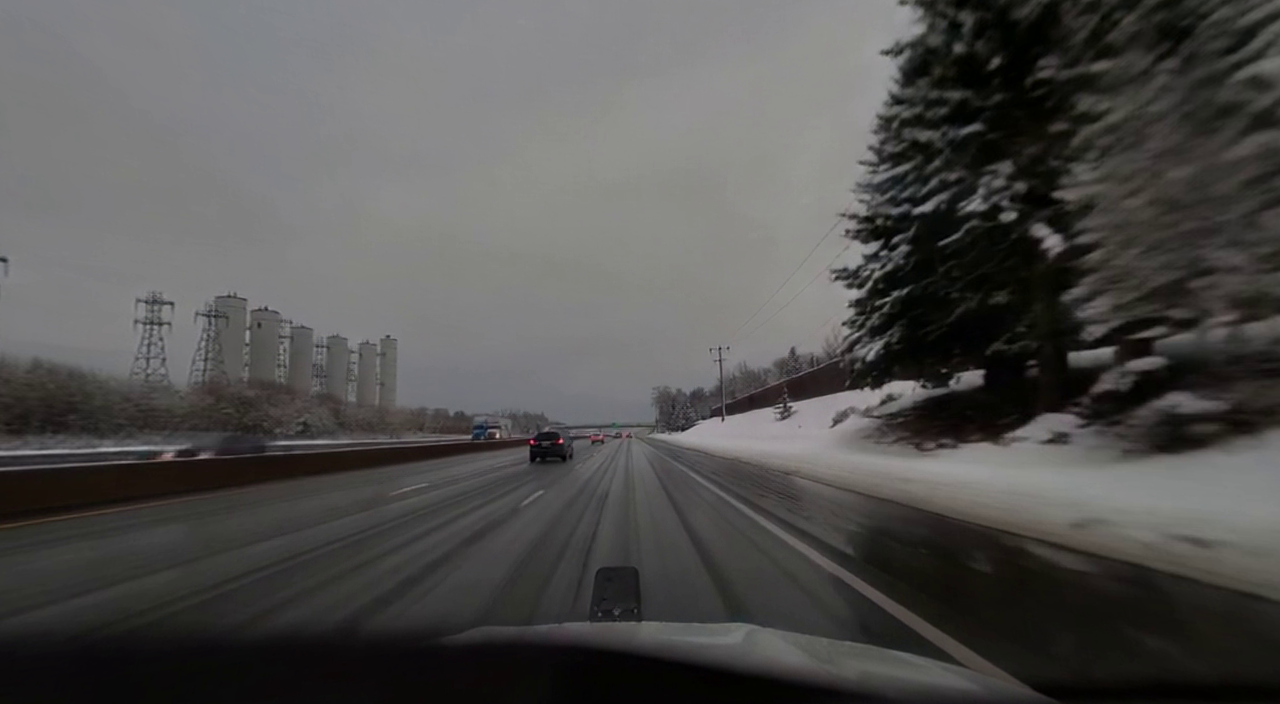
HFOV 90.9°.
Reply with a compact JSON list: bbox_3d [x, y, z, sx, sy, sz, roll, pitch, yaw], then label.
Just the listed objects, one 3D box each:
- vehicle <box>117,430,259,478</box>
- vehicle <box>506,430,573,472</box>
[{"bbox_3d":[-15.541,3.503,21.998,1.891,1.492,4.182,0,-8,-1],"label":"vehicle"},{"bbox_3d":[-3.731,3.747,24.082,1.952,1.462,3.969,0,-8,-1],"label":"vehicle"}]
